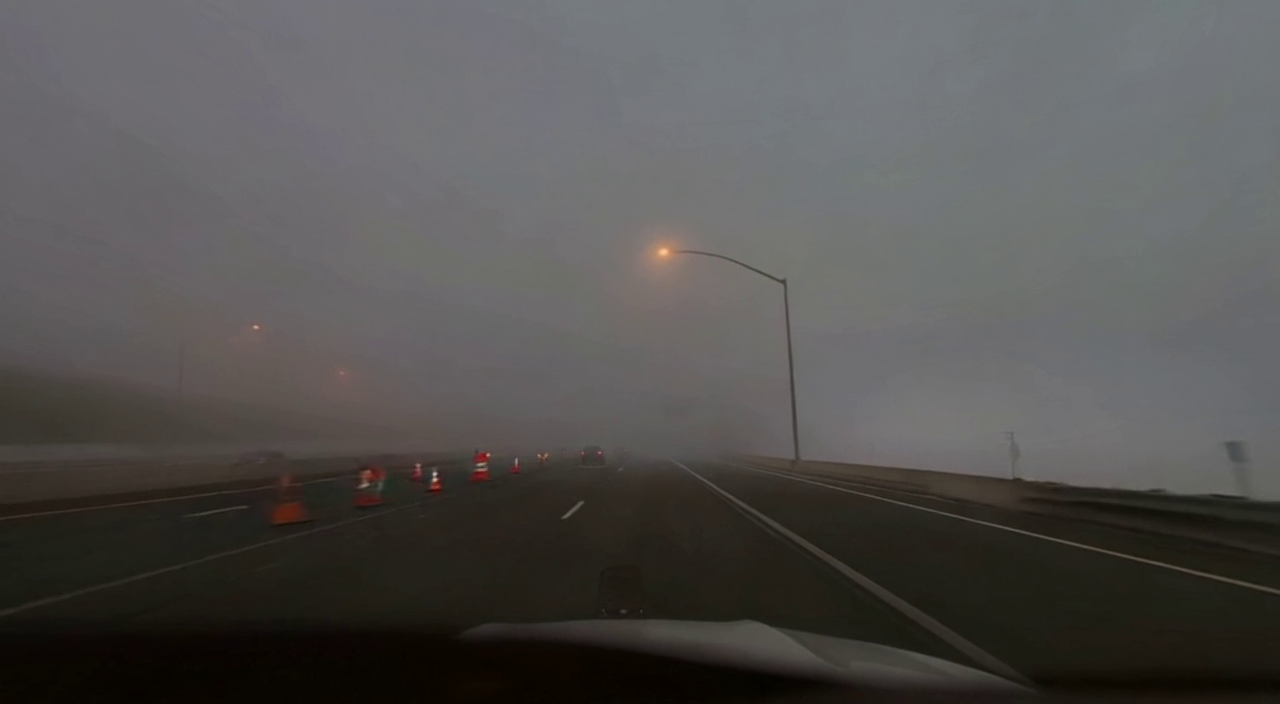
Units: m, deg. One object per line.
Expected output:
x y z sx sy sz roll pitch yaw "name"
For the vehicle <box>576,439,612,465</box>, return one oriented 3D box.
-3.062 6.774 42.750 2.078 1.629 4.059 0 -8 1 "vehicle"
